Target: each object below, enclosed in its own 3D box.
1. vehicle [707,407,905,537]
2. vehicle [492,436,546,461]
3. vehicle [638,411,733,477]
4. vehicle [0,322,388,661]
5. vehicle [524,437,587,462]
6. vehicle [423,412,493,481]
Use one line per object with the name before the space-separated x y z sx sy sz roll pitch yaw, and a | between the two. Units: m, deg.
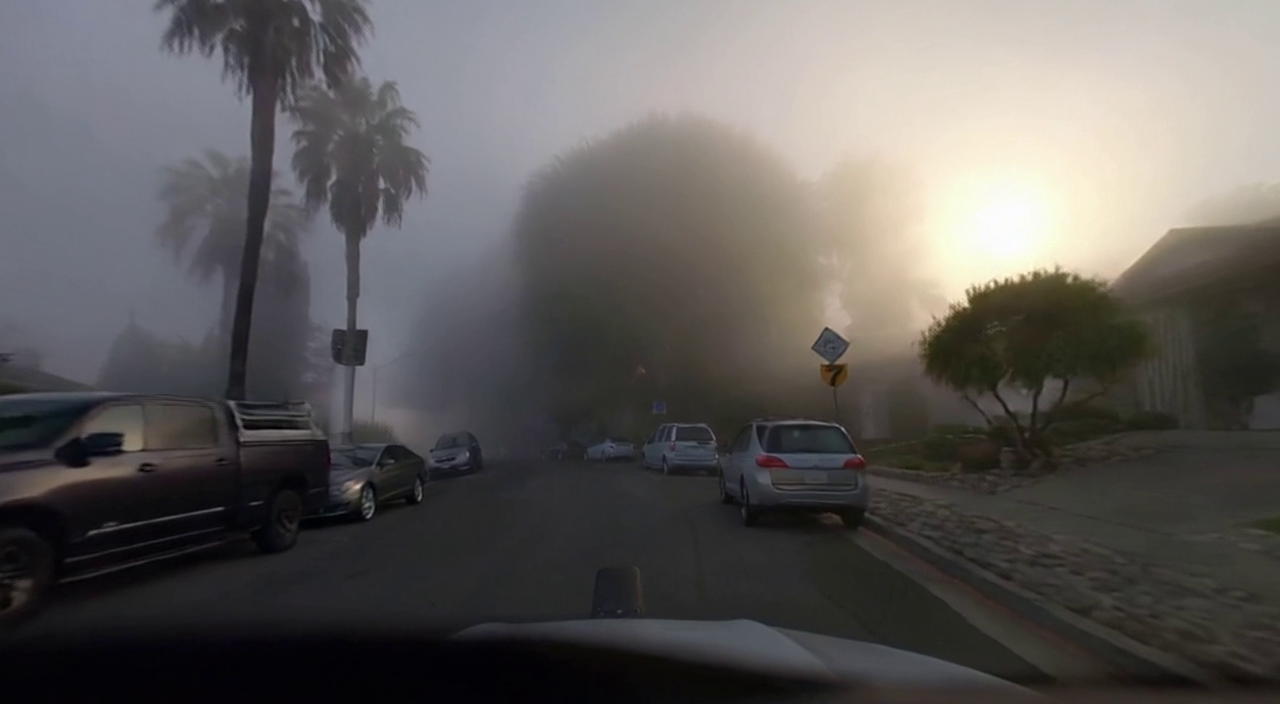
vehicle | 2.386 1.885 10.471 2.076 1.658 4.604 0 -8 1
vehicle | -8.929 7.061 46.082 1.918 1.753 4.655 6 -10 -38
vehicle | 1.420 3.199 21.877 2.139 1.997 4.864 1 -8 -10
vehicle | -5.353 1.237 6.375 2.624 2.178 6.522 -1 -8 3
vehicle | -5.692 6.428 41.691 2.108 1.503 4.977 6 -10 -34
vehicle | -7.806 4.047 26.894 2.337 2.289 6.092 -5 -7 -18
